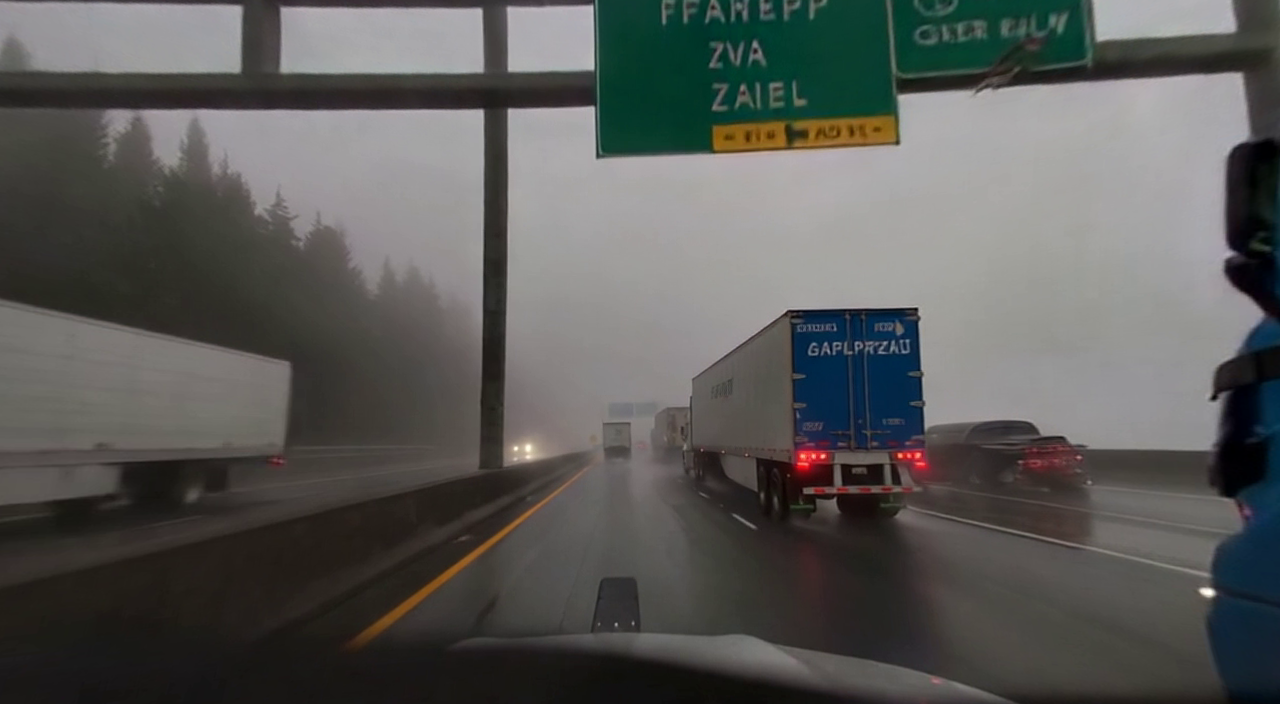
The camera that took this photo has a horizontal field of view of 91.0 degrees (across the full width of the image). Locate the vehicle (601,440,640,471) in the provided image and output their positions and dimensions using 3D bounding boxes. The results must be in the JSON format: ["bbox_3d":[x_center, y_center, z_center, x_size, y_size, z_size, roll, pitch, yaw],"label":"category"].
[{"bbox_3d":[-1.010,5.340,32.648,1.943,1.491,3.459,0,-8,-1],"label":"vehicle"}]

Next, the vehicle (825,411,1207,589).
[{"bbox_3d":[4.531,1.557,7.517,4.253,1.543,2.045,4,-9,-31],"label":"vehicle"}]

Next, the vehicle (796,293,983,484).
[{"bbox_3d":[4.210,0.688,11.057,2.244,3.047,2.035,0,-8,-2],"label":"vehicle"}]

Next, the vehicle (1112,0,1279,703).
[{"bbox_3d":[4.047,-0.403,0.143,2.951,3.857,5.902,0,-8,-2],"label":"vehicle"}]

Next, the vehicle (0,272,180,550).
[{"bbox_3d":[-12.264,0.722,8.590,2.972,4.669,12.286,0,-8,-2],"label":"vehicle"}]
